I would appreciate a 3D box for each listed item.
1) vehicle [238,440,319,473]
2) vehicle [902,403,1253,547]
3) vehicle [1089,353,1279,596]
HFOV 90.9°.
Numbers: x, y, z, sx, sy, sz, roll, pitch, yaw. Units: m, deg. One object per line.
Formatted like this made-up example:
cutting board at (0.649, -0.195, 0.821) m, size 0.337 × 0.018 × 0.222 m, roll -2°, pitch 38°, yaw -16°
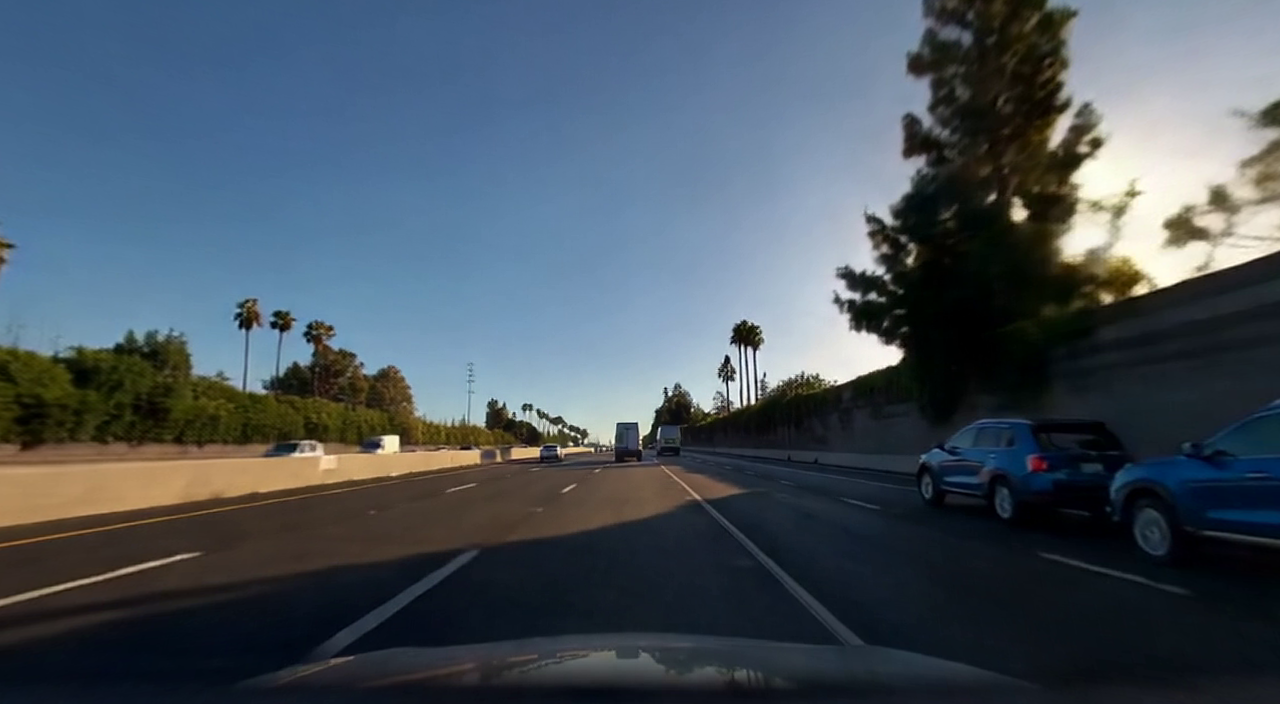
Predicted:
vehicle at (-17.832, 5.149, 31.330) m, size 1.764 × 1.488 × 3.670 m, roll 0°, pitch -8°, yaw 1°
vehicle at (6.963, 2.021, 11.139) m, size 2.361 × 1.911 × 5.286 m, roll 0°, pitch -8°, yaw 0°
vehicle at (7.071, 1.092, 5.579) m, size 2.408 × 2.210 × 4.999 m, roll 0°, pitch -8°, yaw 0°
